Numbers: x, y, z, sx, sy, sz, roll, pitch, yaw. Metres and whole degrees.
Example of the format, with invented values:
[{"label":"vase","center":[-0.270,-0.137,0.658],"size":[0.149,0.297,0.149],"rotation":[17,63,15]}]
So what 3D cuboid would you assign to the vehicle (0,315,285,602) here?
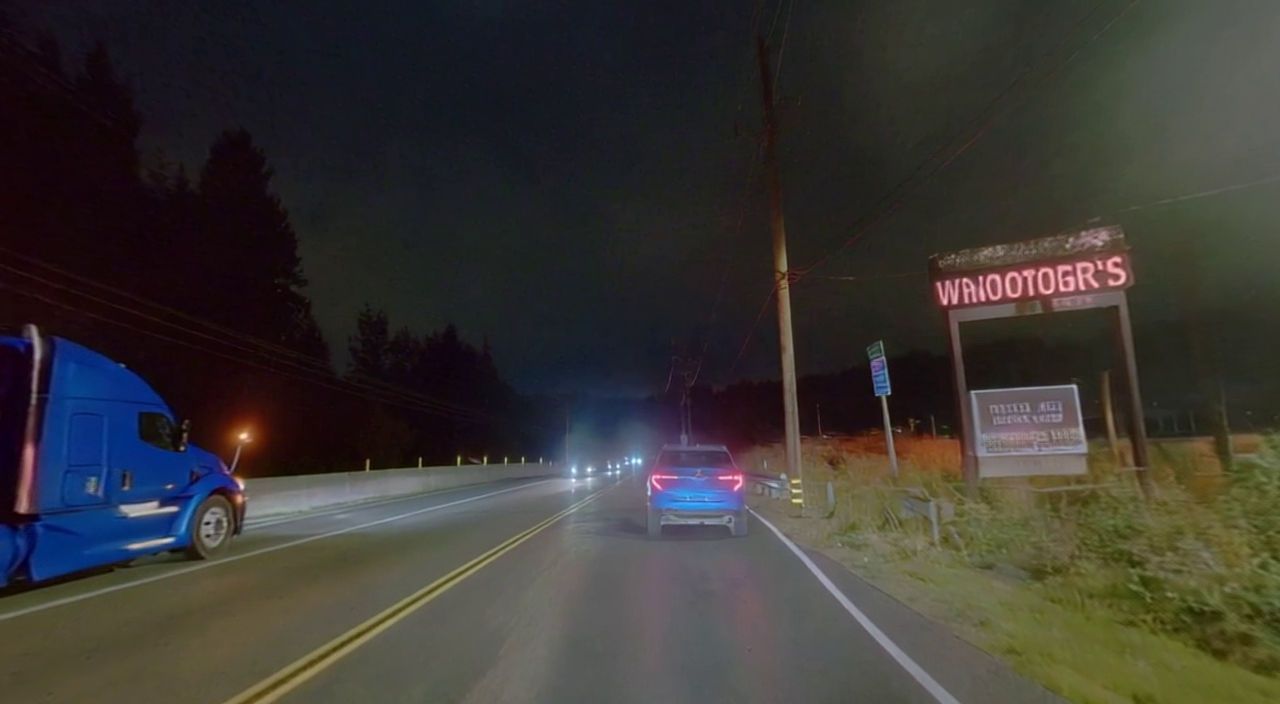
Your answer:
[{"label":"vehicle","center":[-8.498,1.352,7.463],"size":[3.395,3.071,7.634],"rotation":[-7,-6,7]}]

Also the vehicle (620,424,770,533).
[{"label":"vehicle","center":[0.794,2.050,10.740],"size":[2.081,1.503,3.726],"rotation":[0,-8,1]}]
